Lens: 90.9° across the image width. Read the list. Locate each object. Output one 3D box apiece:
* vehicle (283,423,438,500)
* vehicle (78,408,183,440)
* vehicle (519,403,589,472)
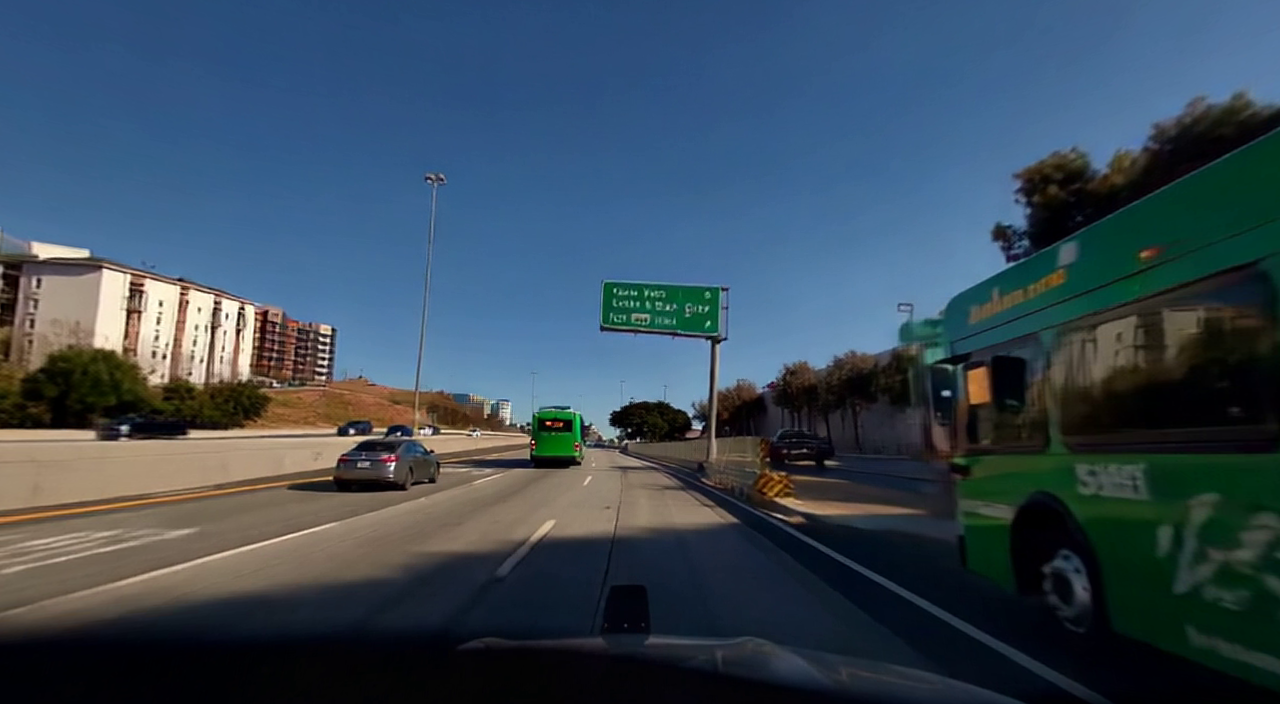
[{"bbox_3d":[-7.010,2.802,16.448,1.993,1.690,4.450,0,-9,0],"label":"vehicle"},{"bbox_3d":[-32.015,4.590,39.825,2.187,1.813,5.007,-1,-9,4],"label":"vehicle"},{"bbox_3d":[-4.121,4.413,31.616,2.888,2.944,8.373,2,-10,-5],"label":"vehicle"}]
